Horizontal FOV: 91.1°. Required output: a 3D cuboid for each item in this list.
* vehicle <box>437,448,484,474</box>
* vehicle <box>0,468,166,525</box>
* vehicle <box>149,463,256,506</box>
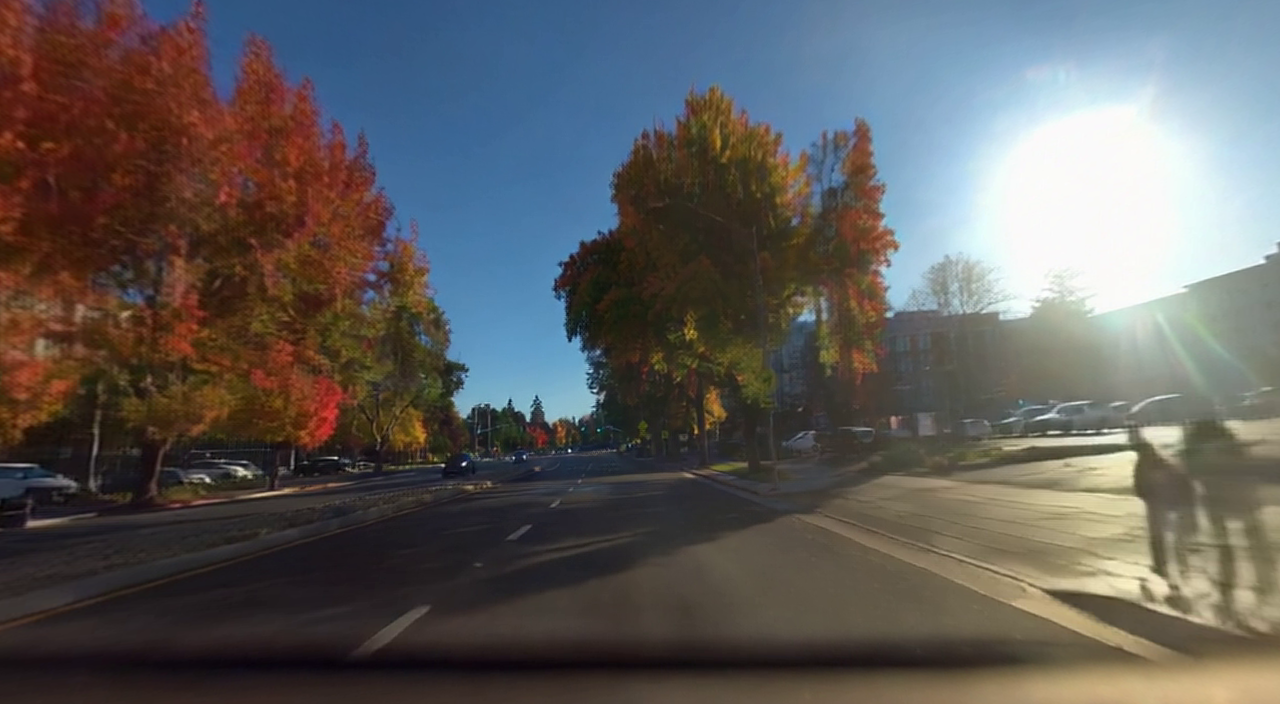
[{"bbox_3d":[-12.951,7.881,45.582,2.075,1.765,4.684,0,-9,-2],"label":"vehicle"},{"bbox_3d":[-18.412,4.687,20.799,1.887,1.490,4.432,0,-9,0],"label":"vehicle"},{"bbox_3d":[-18.748,5.652,27.149,1.896,1.495,4.108,-4,-9,-3],"label":"vehicle"}]
